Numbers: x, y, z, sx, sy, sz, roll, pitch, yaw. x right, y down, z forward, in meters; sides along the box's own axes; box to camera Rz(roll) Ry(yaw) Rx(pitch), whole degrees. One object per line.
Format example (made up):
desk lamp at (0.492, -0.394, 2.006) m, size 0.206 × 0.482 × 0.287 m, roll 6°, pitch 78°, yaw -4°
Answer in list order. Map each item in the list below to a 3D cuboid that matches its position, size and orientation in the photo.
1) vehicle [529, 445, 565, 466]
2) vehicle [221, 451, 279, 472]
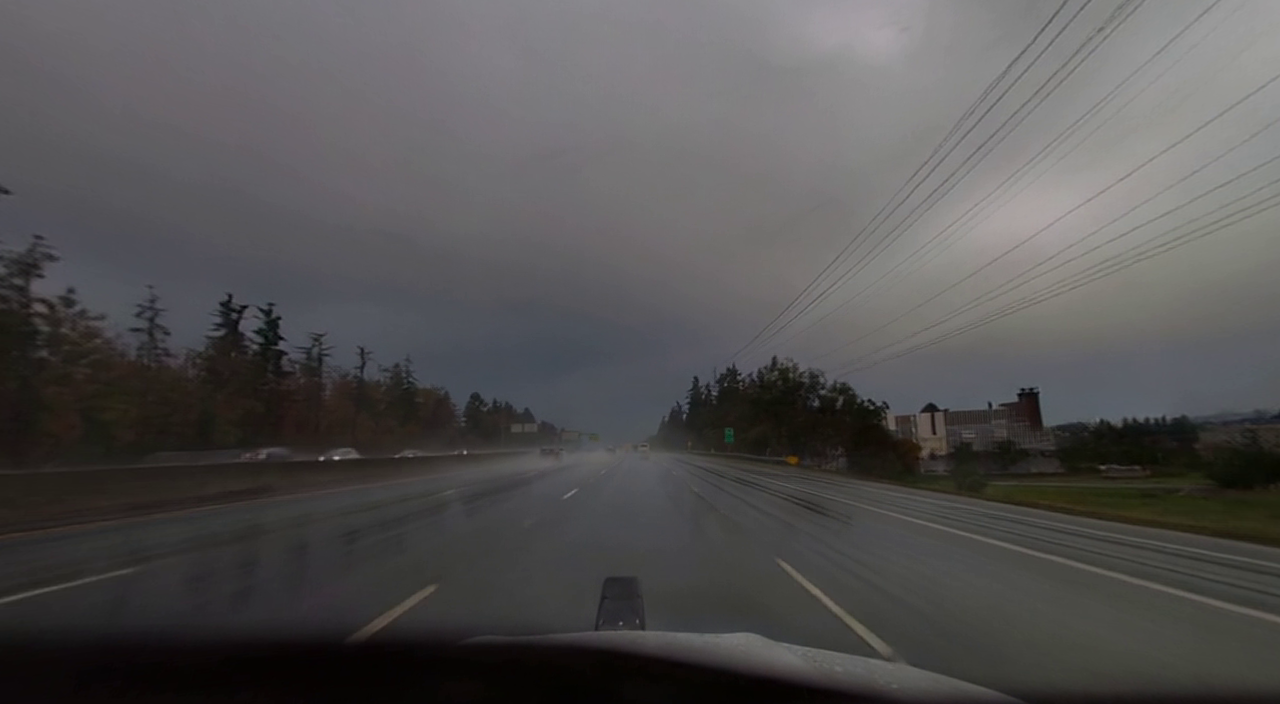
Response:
vehicle at (-7.102, 7.953, 48.580) m, size 2.034 × 1.563 × 4.476 m, roll 0°, pitch -9°, yaw 0°
vehicle at (-30.531, 8.538, 49.399) m, size 1.825 × 1.542 × 4.241 m, roll 0°, pitch -9°, yaw -1°
